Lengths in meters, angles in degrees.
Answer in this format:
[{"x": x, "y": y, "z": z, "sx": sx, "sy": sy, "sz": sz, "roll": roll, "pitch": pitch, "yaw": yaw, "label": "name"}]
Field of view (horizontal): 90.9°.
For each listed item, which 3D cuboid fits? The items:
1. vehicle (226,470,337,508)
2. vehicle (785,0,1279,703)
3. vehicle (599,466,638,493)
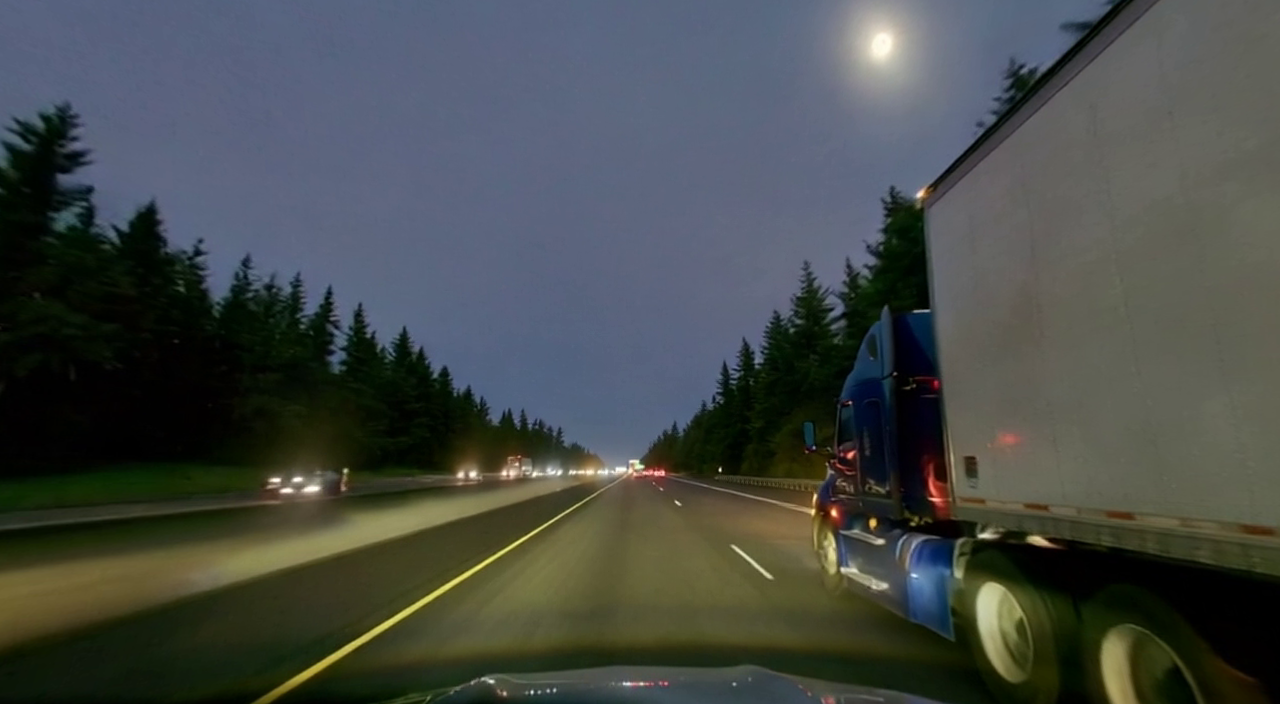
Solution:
[{"x": -15.399, "y": 5.904, "z": 27.436, "sx": 1.913, "sy": 1.435, "sz": 5.140, "roll": 1, "pitch": -11, "yaw": -2, "label": "vehicle"}, {"x": 3.588, "y": 0.048, "z": 3.988, "sx": 3.019, "sy": 4.226, "sz": 9.221, "roll": 1, "pitch": -11, "yaw": 0, "label": "vehicle"}, {"x": -1.141, "y": 7.009, "z": 34.738, "sx": 2.032, "sy": 1.407, "sz": 3.641, "roll": 1, "pitch": -11, "yaw": -1, "label": "vehicle"}]
